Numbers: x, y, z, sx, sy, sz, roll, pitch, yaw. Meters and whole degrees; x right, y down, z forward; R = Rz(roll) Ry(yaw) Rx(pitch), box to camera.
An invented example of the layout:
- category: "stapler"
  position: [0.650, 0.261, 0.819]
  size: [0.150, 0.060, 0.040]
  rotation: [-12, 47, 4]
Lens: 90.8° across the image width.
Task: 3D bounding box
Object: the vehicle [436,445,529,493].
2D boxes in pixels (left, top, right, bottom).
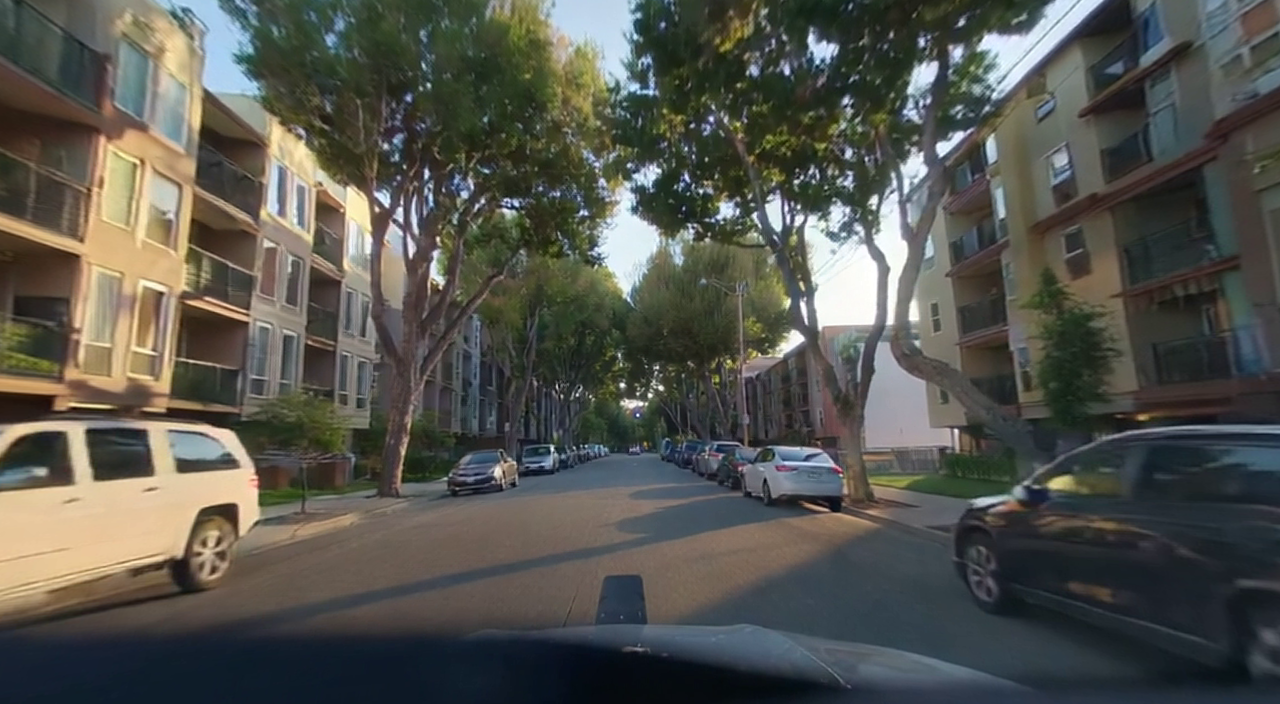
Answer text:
- category: "vehicle"
  position: [-5.313, 3.987, 21.994]
  size: [2.080, 1.458, 4.511]
  rotation: [-1, -8, 0]

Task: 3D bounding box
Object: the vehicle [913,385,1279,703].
- category: "vehicle"
  position: [3.800, 1.145, 3.925]
  size: [1.992, 1.643, 4.735]
  rotation: [0, -8, -1]

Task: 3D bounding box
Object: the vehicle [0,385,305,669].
- category: "vehicle"
  position: [-5.270, 1.330, 5.295]
  size: [2.213, 1.825, 4.986]
  rotation: [-1, -8, 0]

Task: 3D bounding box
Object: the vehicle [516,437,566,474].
- category: "vehicle"
  position: [-5.449, 5.743, 35.356]
  size: [2.069, 1.881, 4.697]
  rotation: [0, -8, -1]

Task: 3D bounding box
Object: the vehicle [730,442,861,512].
- category: "vehicle"
  position: [3.649, 3.003, 15.832]
  size: [1.881, 1.460, 4.737]
  rotation: [1, -8, -3]
